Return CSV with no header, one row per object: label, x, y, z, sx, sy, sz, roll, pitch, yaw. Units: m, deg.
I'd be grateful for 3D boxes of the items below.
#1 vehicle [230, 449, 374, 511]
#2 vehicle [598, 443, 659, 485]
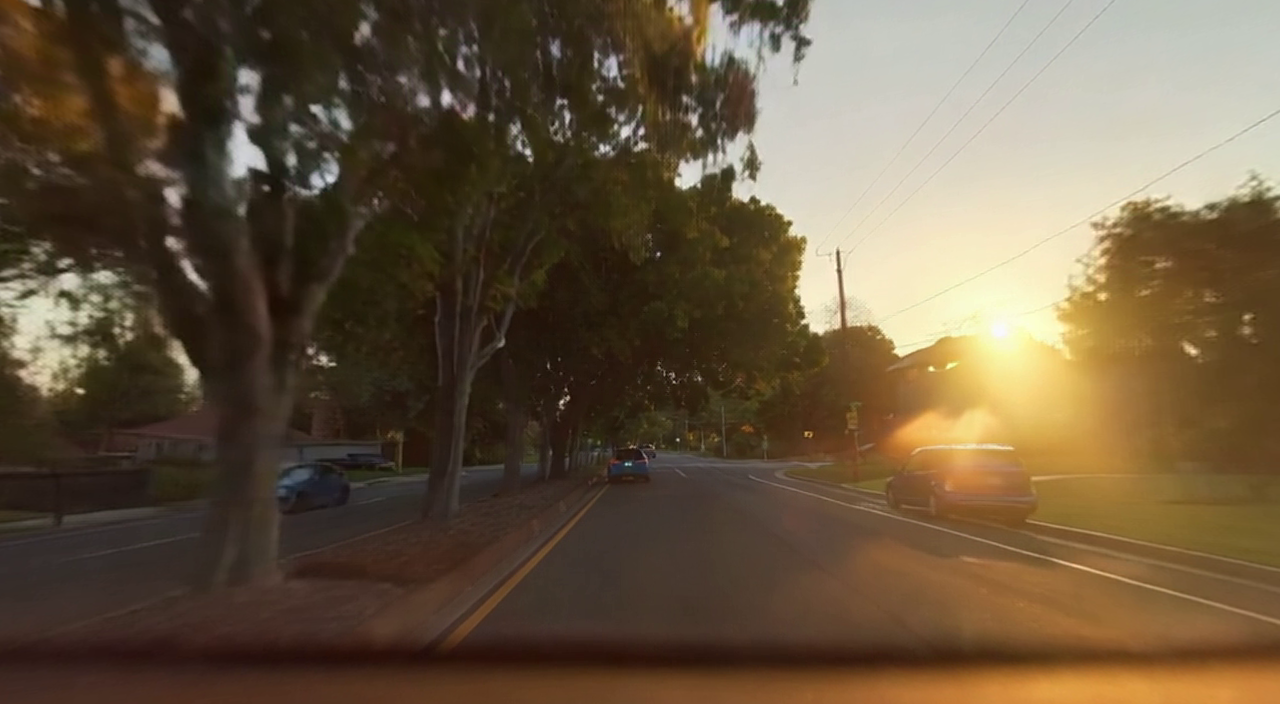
vehicle,-9.418,3.553,17.967,1.945,1.530,3.740,-1,-9,1
vehicle,-0.484,4.371,24.957,2.158,1.469,4.909,0,-9,-2
